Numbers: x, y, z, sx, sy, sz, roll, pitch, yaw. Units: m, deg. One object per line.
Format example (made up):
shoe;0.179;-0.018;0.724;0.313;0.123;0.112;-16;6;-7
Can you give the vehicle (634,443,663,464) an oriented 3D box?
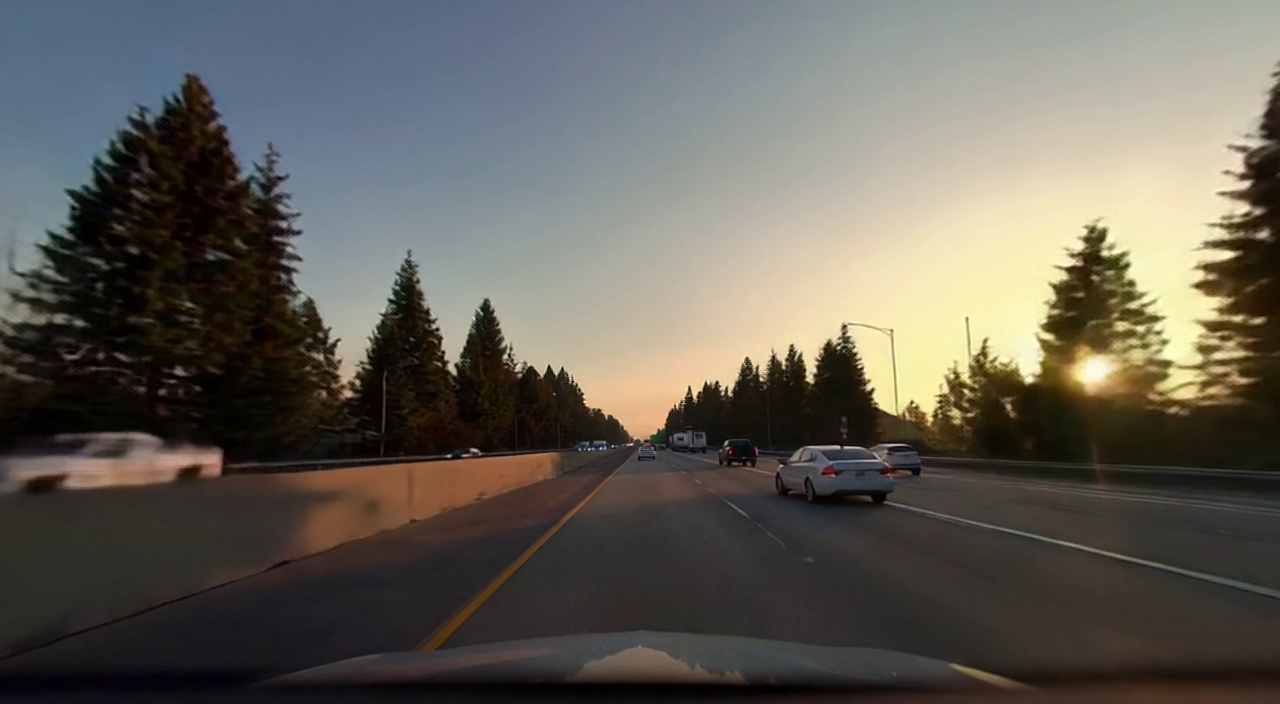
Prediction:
vehicle;0.627;7.587;47.063;2.052;1.472;4.295;0;-8;0

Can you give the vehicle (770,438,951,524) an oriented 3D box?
vehicle;4.313;2.574;13.264;1.904;1.453;4.789;0;-8;-3

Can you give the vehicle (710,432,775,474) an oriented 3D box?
vehicle;5.010;5.050;31.577;2.206;1.902;5.460;0;-8;-2
